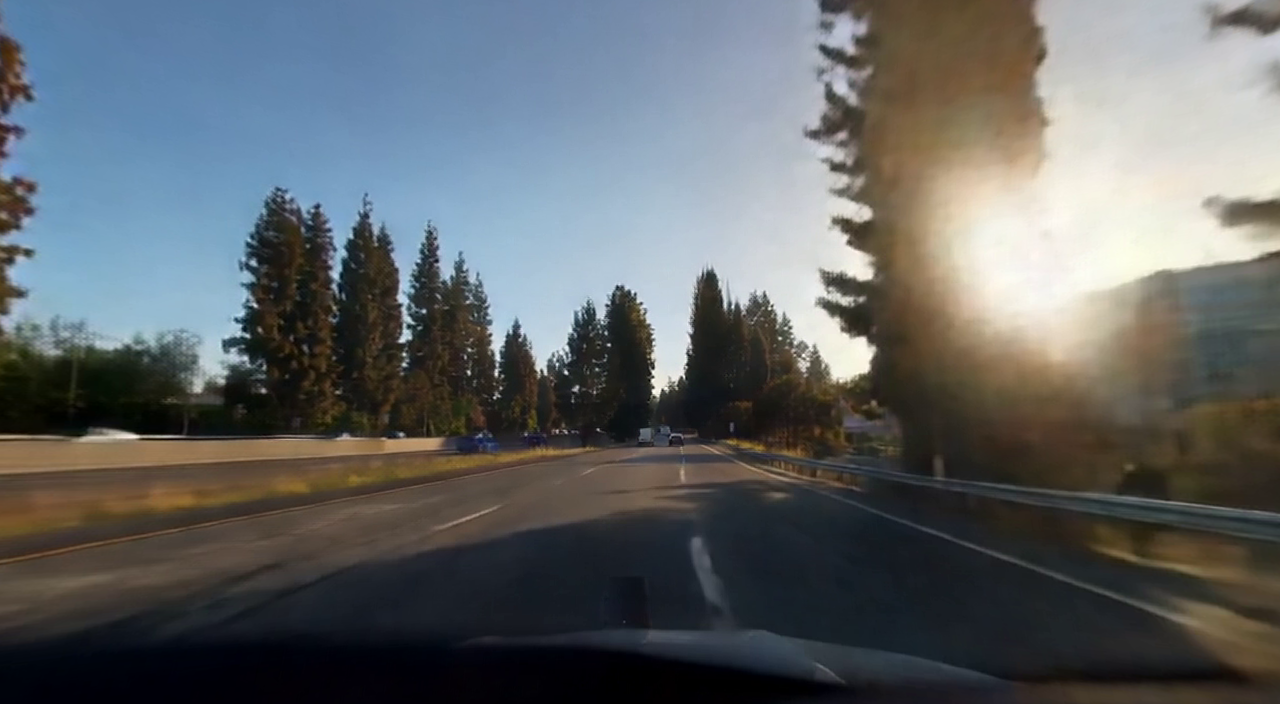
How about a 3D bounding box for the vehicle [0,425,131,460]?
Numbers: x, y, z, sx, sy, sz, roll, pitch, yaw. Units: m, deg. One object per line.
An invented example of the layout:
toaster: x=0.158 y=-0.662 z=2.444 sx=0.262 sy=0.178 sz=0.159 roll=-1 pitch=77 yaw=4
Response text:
vehicle: x=-33.738 y=5.320 z=37.150 sx=2.354 sy=1.857 sz=5.774 roll=-1 pitch=-8 yaw=6
